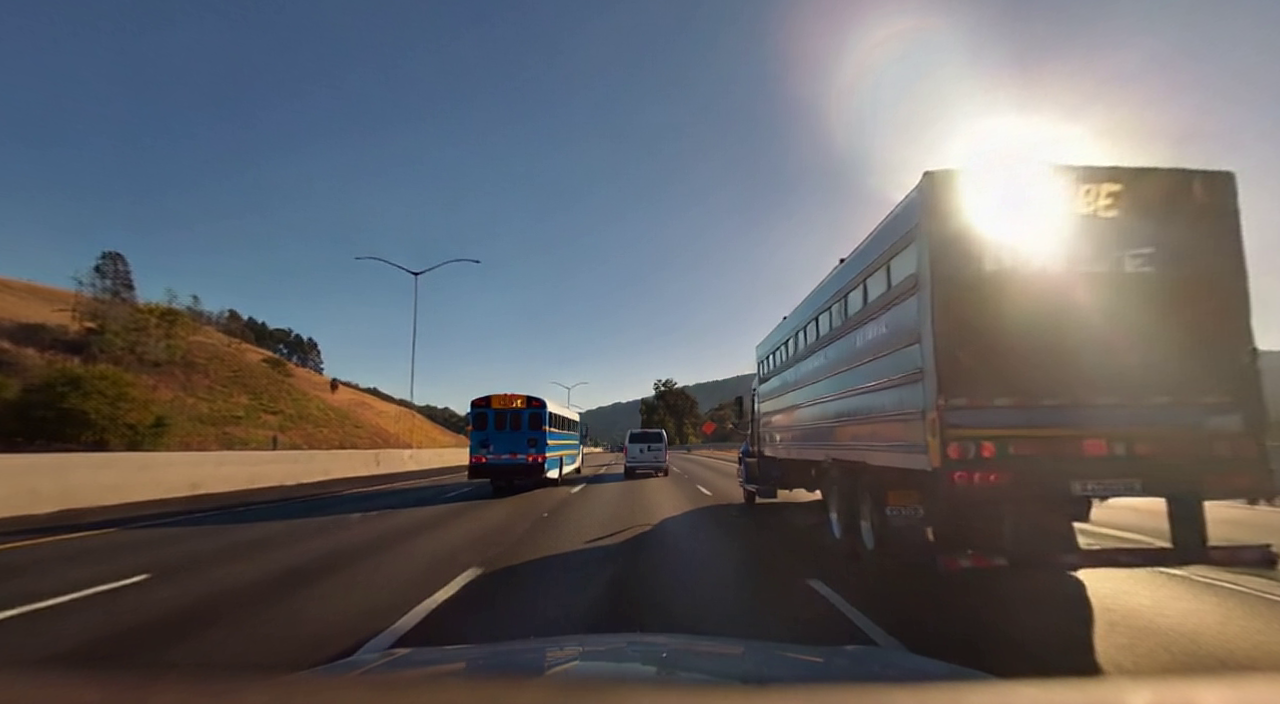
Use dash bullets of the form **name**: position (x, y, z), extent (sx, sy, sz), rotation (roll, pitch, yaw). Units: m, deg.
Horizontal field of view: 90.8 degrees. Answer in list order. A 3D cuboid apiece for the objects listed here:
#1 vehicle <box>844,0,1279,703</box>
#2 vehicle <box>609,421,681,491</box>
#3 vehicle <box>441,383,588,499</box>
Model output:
- **vehicle**: position (4.209, -0.397, 1.468), extent (3.006, 4.101, 13.245), rotation (0, -8, 0)
- **vehicle**: position (0.113, 3.243, 19.964), extent (2.037, 1.929, 4.343), rotation (0, -8, -1)
- **vehicle**: position (-3.605, 2.896, 20.567), extent (2.947, 3.009, 7.991), rotation (-1, -8, 1)
